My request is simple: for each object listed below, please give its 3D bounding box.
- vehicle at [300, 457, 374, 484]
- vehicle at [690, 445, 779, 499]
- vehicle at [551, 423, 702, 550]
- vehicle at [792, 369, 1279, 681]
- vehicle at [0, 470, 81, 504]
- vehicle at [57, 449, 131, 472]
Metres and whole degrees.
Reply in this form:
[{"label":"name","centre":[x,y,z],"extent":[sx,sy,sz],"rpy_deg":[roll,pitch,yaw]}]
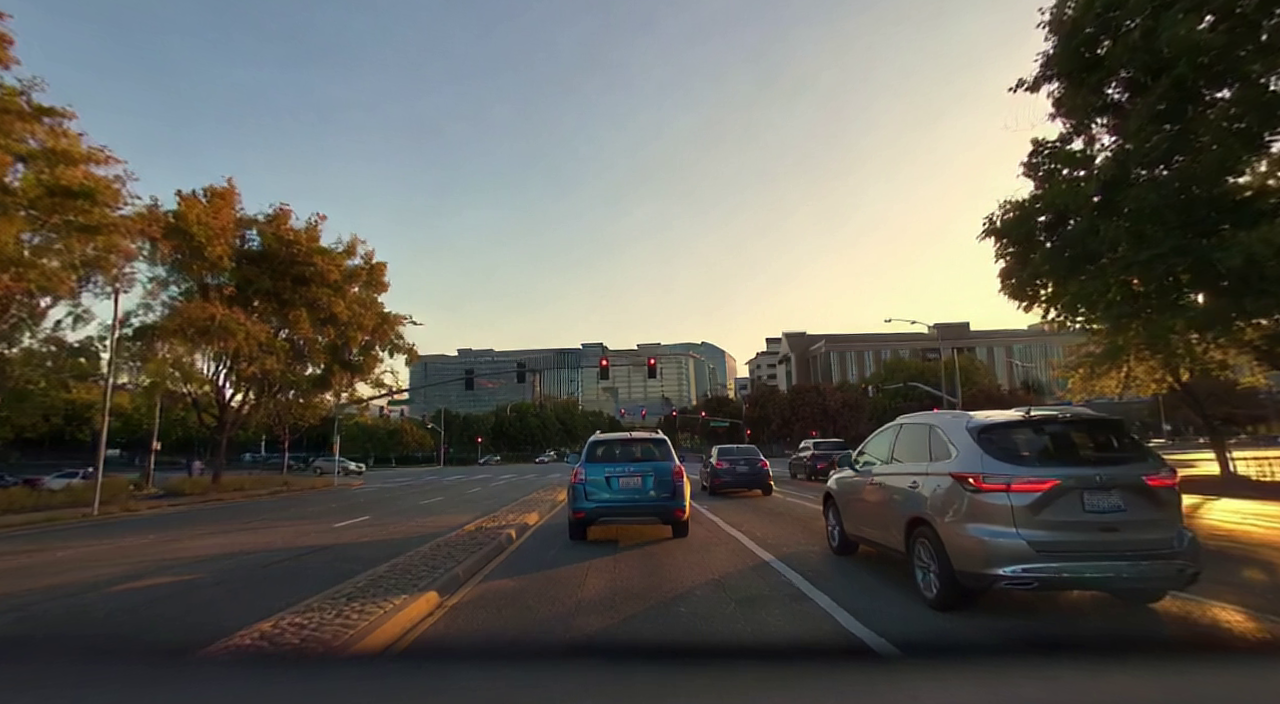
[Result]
[{"label":"vehicle","centre":[-23.433,9.119,48.915],"extent":[4.905,1.949,2.354],"rpy_deg":[-3,-9,21]},{"label":"vehicle","centre":[2.804,3.647,19.705],"extent":[1.900,1.459,4.260],"rpy_deg":[0,-9,-3]},{"label":"vehicle","centre":[-0.235,2.128,10.661],"extent":[2.039,1.698,4.144],"rpy_deg":[0,-9,-2]},{"label":"vehicle","centre":[3.148,1.321,5.937],"extent":[2.228,1.798,4.370],"rpy_deg":[0,-9,-1]},{"label":"vehicle","centre":[-29.297,6.352,29.884],"extent":[3.771,1.464,1.670],"rpy_deg":[2,-9,-11]},{"label":"vehicle","centre":[-40.176,7.948,46.632],"extent":[1.742,1.526,4.004],"rpy_deg":[-1,-7,4]}]
